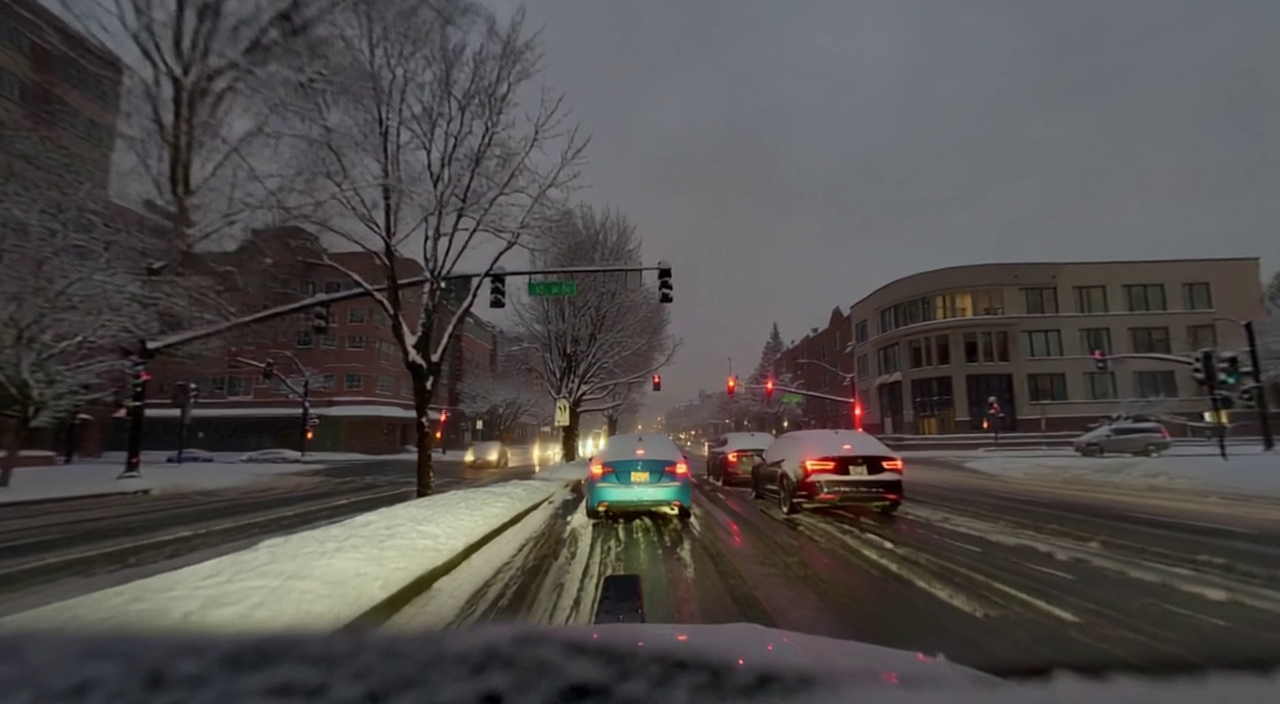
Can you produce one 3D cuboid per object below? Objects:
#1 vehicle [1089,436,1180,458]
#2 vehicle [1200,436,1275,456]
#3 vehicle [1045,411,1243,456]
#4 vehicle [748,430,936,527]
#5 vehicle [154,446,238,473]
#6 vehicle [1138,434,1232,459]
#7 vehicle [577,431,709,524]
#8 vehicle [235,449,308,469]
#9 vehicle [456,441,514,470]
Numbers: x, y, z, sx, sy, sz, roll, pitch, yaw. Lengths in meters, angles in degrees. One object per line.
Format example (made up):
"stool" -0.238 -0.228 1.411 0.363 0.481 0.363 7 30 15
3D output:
"vehicle" 34.419 6.603 44.054 4.616 1.476 2.165 0 -9 -3
"vehicle" 42.010 6.612 44.432 3.442 1.409 1.770 0 -9 -1
"vehicle" 38.196 6.240 48.134 12.695 3.252 3.036 0 -9 -3
"vehicle" 3.532 2.304 12.112 2.018 1.491 4.544 0 -9 -1
"vehicle" -26.862 6.500 38.297 3.657 1.528 1.783 1 -9 -4
"vehicle" 35.003 6.062 40.666 4.190 1.535 1.998 0 -9 -1
"vehicle" 0.012 2.297 12.091 2.087 1.468 4.014 0 -9 -1
"vehicle" -27.760 8.060 47.738 4.423 1.470 1.877 3 -9 -21
"vehicle" -8.581 5.765 35.298 2.004 1.476 4.671 0 -9 1
